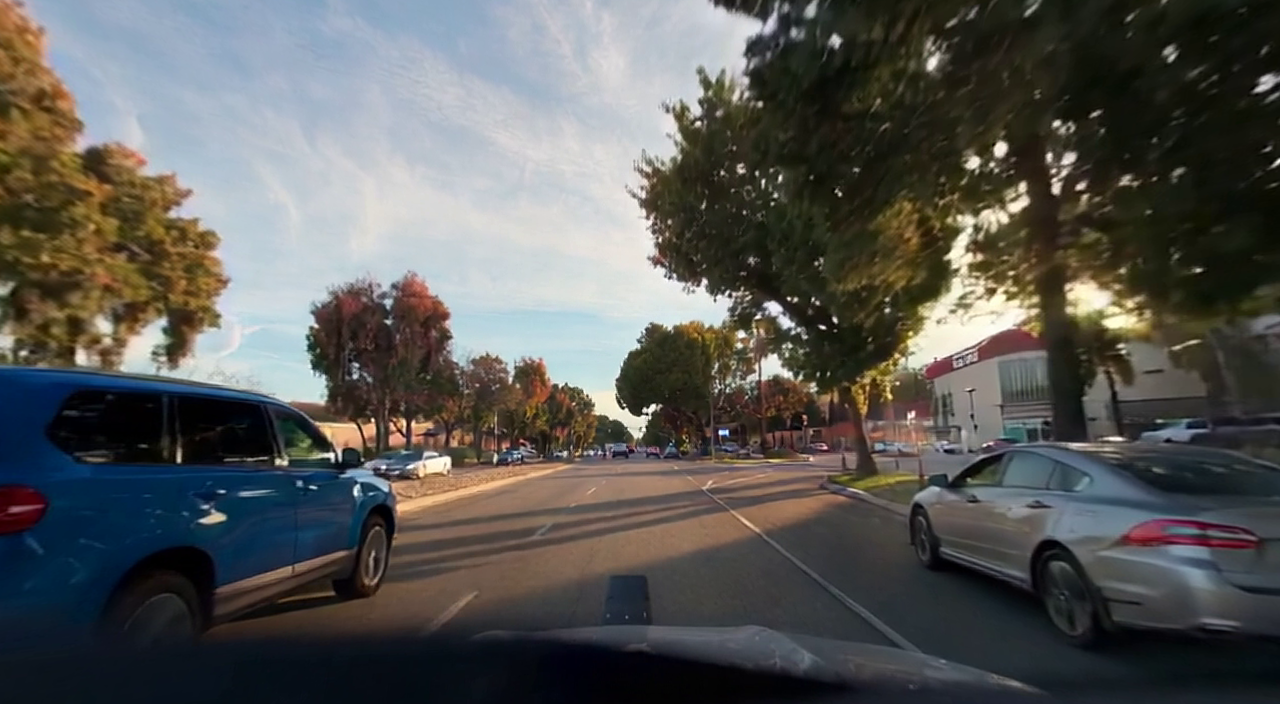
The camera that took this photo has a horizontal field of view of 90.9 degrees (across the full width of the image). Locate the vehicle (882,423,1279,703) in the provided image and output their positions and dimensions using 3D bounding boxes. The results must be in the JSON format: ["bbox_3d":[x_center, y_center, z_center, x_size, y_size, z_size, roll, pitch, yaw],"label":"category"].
[{"bbox_3d":[3.789,1.405,5.172,1.978,1.455,4.582,-1,-9,3],"label":"vehicle"}]

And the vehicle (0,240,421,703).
[{"bbox_3d":[-3.314,0.900,4.051,2.152,1.987,4.527,0,-9,0],"label":"vehicle"}]

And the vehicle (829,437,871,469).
[{"bbox_3d":[13.033,6.198,38.861,2.180,1.808,4.462,-3,-9,20],"label":"vehicle"}]
